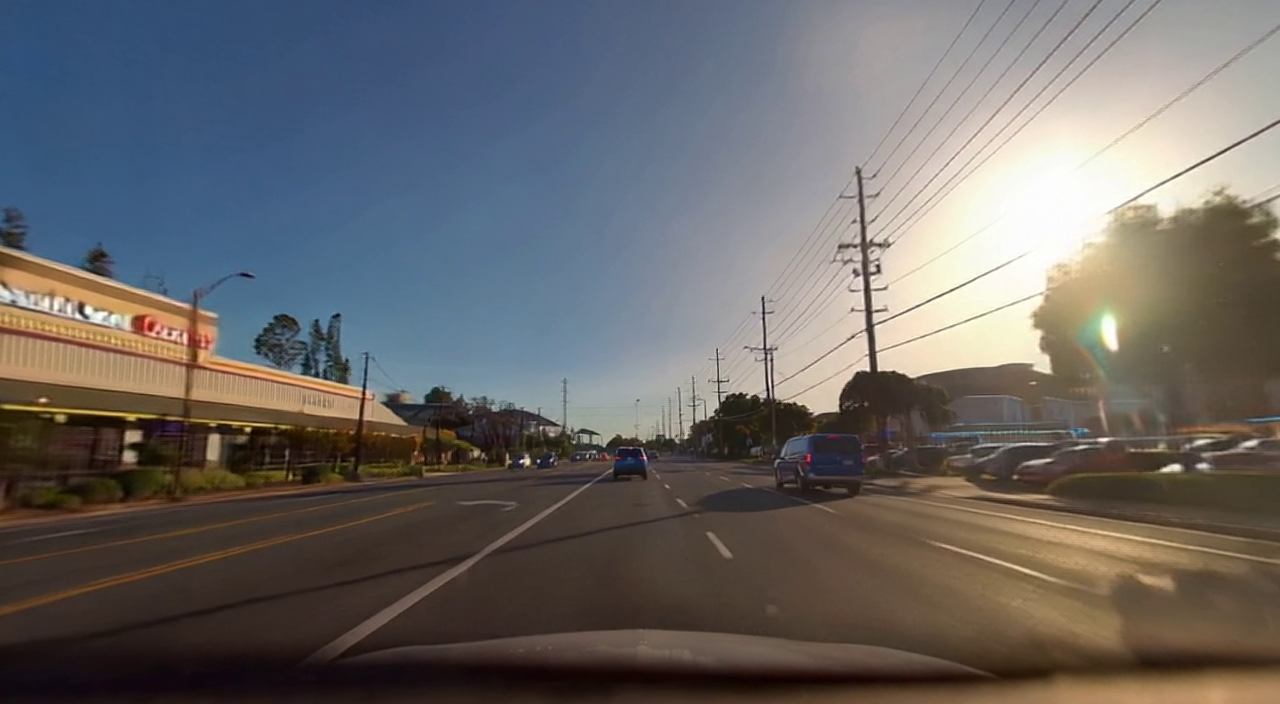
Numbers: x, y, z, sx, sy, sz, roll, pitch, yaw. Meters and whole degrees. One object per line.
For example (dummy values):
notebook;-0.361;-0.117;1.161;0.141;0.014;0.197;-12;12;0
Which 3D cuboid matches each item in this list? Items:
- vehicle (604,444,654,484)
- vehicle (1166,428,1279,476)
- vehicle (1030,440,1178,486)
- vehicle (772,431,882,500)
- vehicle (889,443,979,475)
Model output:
vehicle;-0.484;5.064;28.854;2.138;1.672;4.168;0;-9;0
vehicle;27.683;4.525;28.684;2.343;1.886;5.732;-4;-9;0
vehicle;17.576;4.210;23.988;4.008;1.432;1.913;-4;-9;0
vehicle;5.756;3.556;20.087;2.107;1.928;4.471;0;-9;0
vehicle;17.381;6.320;37.344;4.323;1.466;1.878;-5;-9;1
